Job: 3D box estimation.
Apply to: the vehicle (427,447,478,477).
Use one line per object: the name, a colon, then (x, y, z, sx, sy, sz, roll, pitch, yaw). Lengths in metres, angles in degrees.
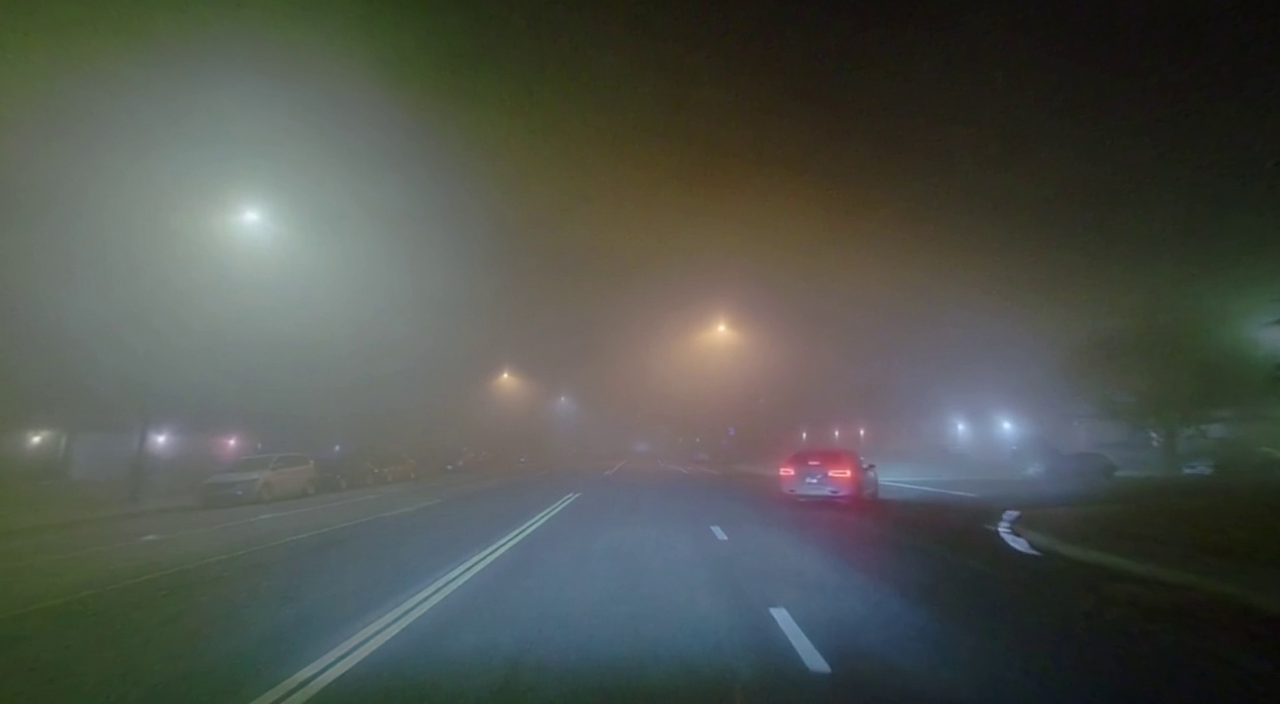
vehicle: (-12.355, 7.236, 41.898, 1.988, 1.741, 4.379, -5, -9, 0)

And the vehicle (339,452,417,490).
vehicle: (-12.215, 5.553, 29.798, 1.795, 1.472, 4.601, -4, -9, -1)

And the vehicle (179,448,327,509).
vehicle: (-12.336, 4.007, 20.554, 1.938, 1.754, 4.315, 0, -9, 1)

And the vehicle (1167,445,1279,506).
vehicle: (18.033, 3.424, 17.932, 4.312, 1.426, 1.940, -4, -10, -2)

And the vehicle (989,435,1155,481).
vehicle: (18.216, 4.491, 26.868, 5.369, 1.857, 2.174, 0, -9, 2)

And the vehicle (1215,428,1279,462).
vehicle: (33.930, 4.974, 33.768, 1.906, 1.732, 4.668, 0, -9, 0)

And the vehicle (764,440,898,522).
vehicle: (4.397, 2.733, 14.050, 2.022, 1.471, 4.432, -4, -10, 27)
